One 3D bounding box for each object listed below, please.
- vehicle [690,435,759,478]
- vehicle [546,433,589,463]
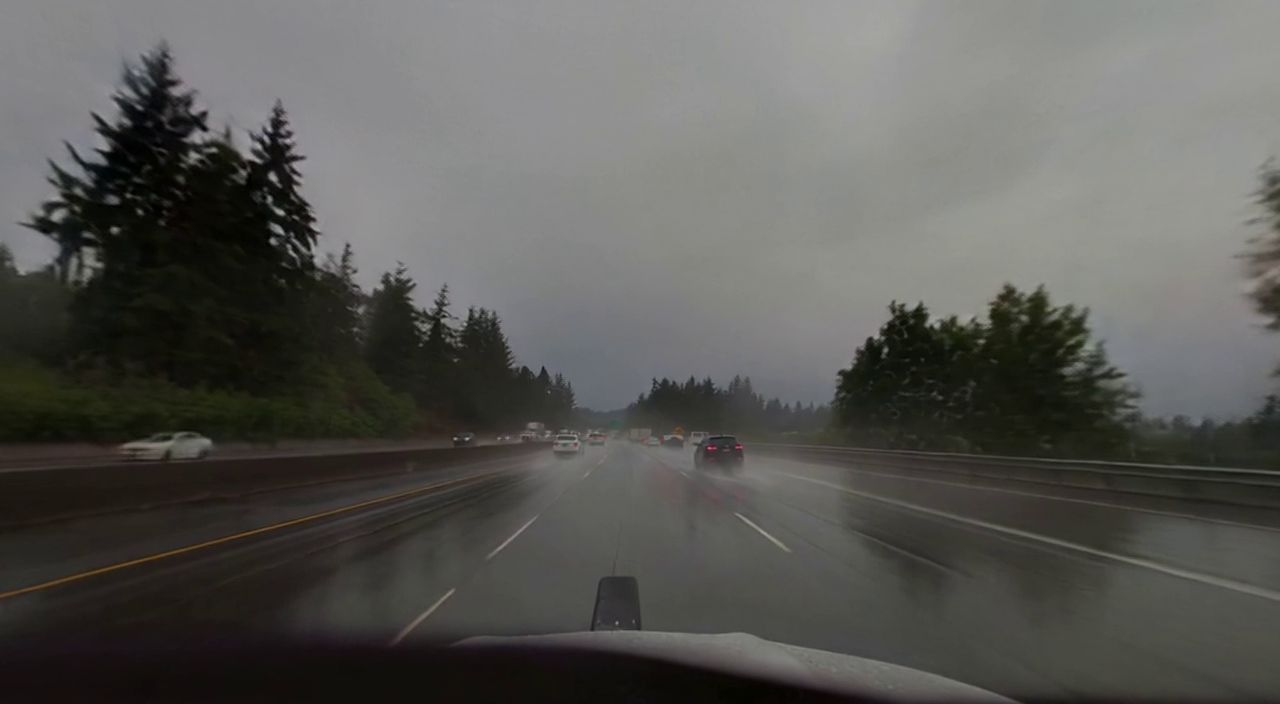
[{"bbox_3d":[3.131,3.936,24.166,1.990,1.480,3.865,0,-8,-2],"label":"vehicle"},{"bbox_3d":[-4.184,5.583,37.068,2.011,1.614,4.808,0,-8,-1],"label":"vehicle"}]
